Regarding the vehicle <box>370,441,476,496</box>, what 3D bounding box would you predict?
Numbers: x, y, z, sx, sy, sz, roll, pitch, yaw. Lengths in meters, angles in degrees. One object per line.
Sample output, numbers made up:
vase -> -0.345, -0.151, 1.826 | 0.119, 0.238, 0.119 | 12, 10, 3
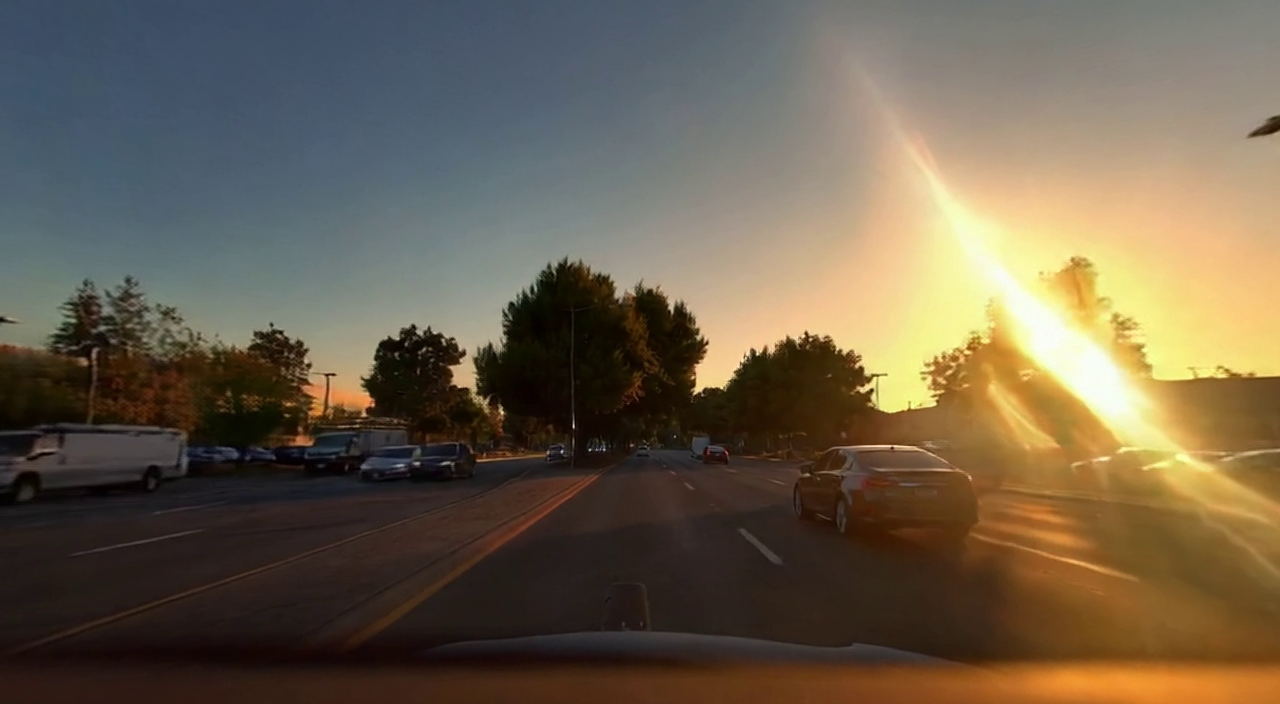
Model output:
vehicle -> -6.509, 3.527, 19.429 | 1.923, 1.471, 4.646 | 1, -9, -4

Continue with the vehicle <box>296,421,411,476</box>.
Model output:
vehicle -> -18.151, 6.272, 40.748 | 3.043, 2.916, 9.736 | -4, -9, -1

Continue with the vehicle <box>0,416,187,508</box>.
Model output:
vehicle -> -19.281, 3.673, 21.587 | 2.242, 2.633, 6.792 | 0, -9, 0

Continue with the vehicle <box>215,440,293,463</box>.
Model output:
vehicle -> -28.949, 7.491, 47.195 | 4.429, 1.641, 2.109 | 0, -8, -1

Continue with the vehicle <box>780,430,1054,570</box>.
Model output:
vehicle -> 3.512, 1.944, 9.074 | 1.935, 1.501, 4.384 | 0, -9, 0

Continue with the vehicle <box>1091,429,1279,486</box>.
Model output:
vehicle -> 17.297, 3.292, 19.756 | 4.708, 1.665, 1.920 | 0, -9, -3
